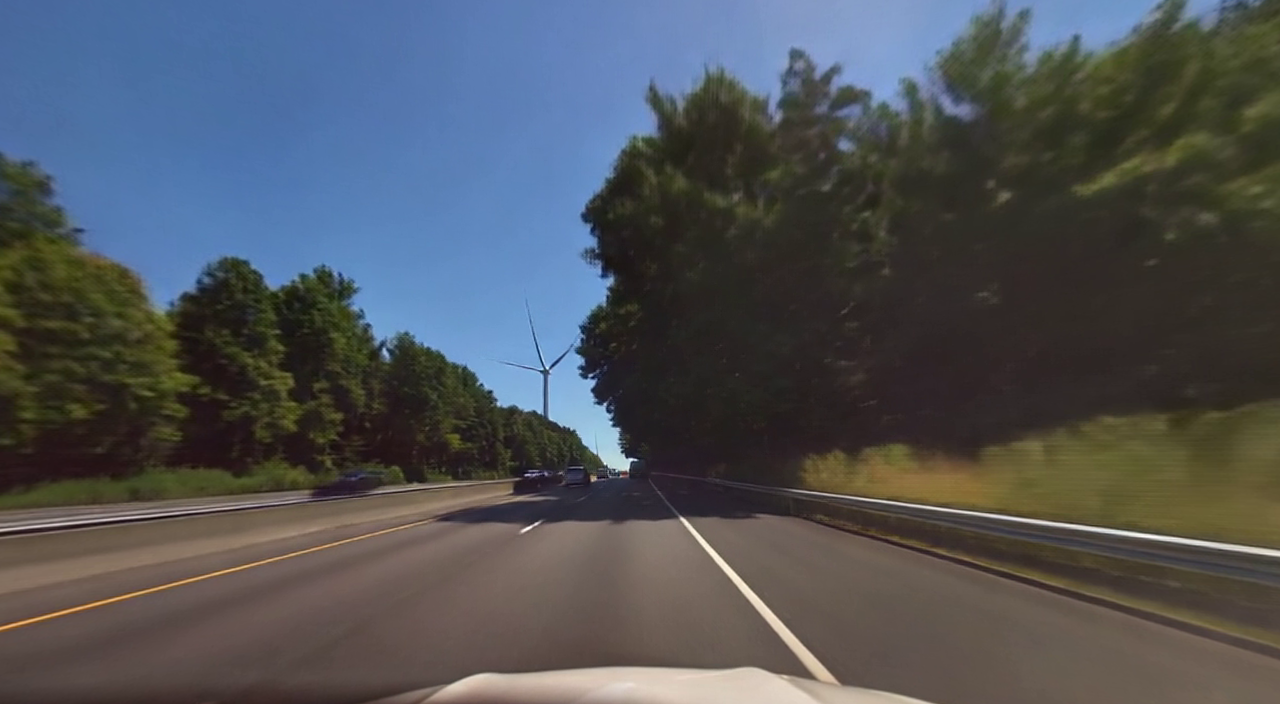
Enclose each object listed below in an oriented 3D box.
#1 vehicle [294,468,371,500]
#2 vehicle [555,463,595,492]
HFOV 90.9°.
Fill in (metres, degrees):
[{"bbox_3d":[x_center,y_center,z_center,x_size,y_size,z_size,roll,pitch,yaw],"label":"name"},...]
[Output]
[{"bbox_3d":[-16.552,7.117,34.196,1.910,1.572,4.370,1,-11,0],"label":"vehicle"},{"bbox_3d":[-4.137,8.106,40.883,2.124,1.705,4.440,1,-11,0],"label":"vehicle"}]
